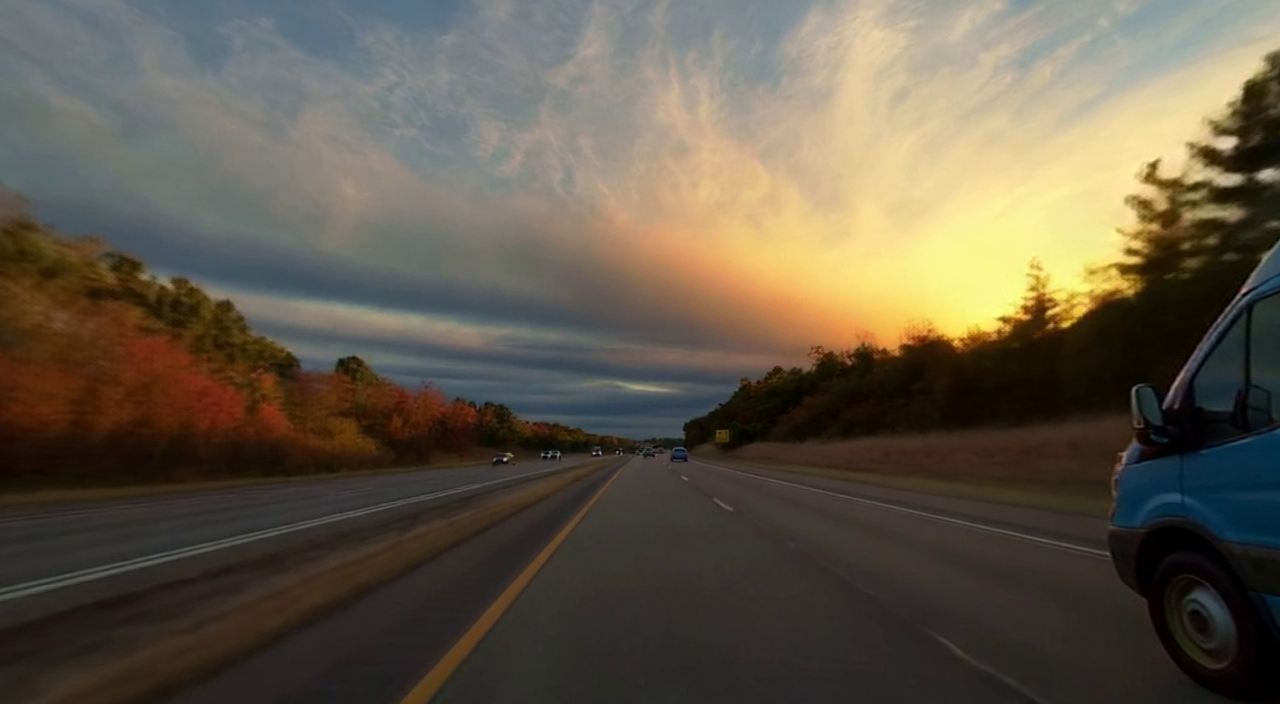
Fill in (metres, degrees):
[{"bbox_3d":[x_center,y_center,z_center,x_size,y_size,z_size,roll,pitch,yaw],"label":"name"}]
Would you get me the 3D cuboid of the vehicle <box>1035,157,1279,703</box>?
[{"bbox_3d":[4.044,0.202,1.164,2.522,2.556,6.180,0,-9,0],"label":"vehicle"}]
